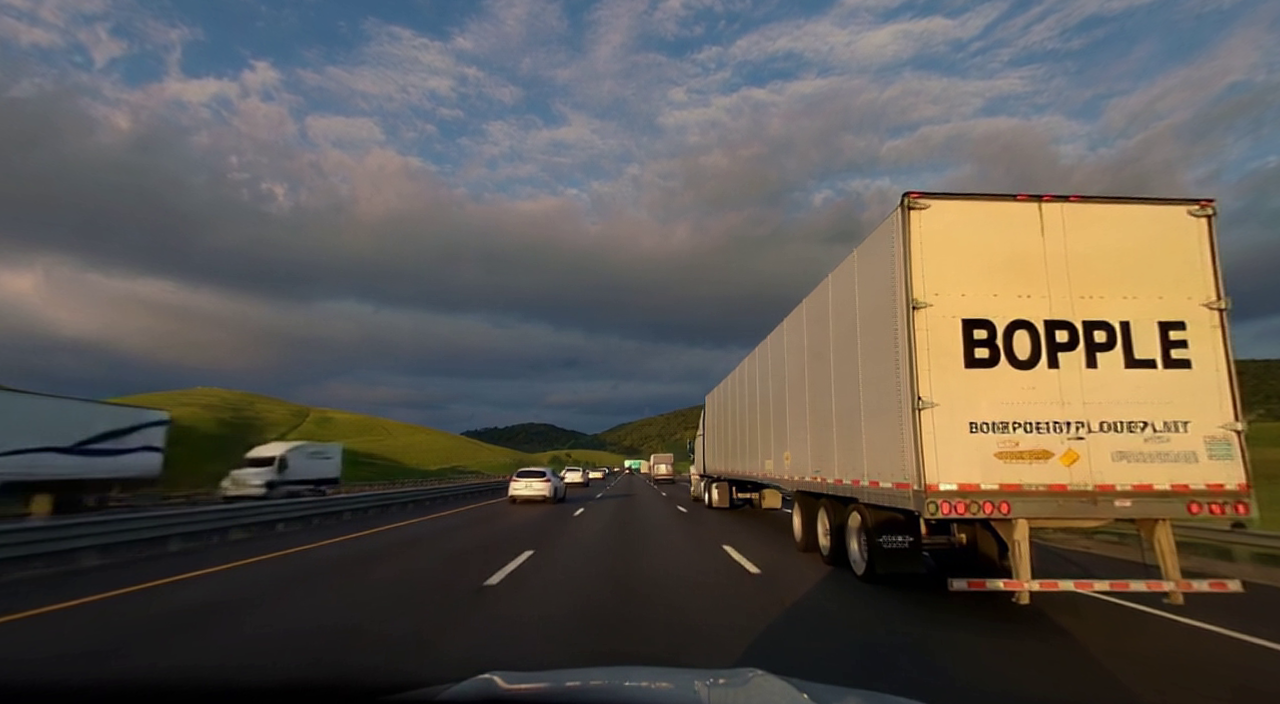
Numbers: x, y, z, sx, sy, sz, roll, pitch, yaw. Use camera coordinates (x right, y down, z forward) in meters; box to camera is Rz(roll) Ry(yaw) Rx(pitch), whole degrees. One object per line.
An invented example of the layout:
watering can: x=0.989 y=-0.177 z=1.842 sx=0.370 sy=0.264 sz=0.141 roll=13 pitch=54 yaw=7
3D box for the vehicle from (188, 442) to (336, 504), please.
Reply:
vehicle: x=-15.763 y=5.146 z=26.925 sx=2.306 sy=2.274 sz=6.398 roll=1 pitch=-11 yaw=0

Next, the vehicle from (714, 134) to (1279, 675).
vehicle: x=3.744 y=1.543 z=11.667 sx=2.839 sy=4.062 sz=14.051 roll=1 pitch=-11 yaw=-1

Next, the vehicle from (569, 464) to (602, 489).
vehicle: x=-4.047 y=9.320 z=47.239 sx=2.063 sy=1.671 sz=4.197 roll=1 pitch=-11 yaw=0

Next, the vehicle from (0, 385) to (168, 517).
vehicle: x=-19.704 y=2.681 z=17.274 sx=2.843 sy=3.696 sz=13.964 roll=1 pitch=-11 yaw=-1

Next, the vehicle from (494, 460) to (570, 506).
vehicle: x=-4.085 y=5.116 z=24.774 sx=2.088 sy=1.566 sz=4.853 roll=1 pitch=-11 yaw=0
